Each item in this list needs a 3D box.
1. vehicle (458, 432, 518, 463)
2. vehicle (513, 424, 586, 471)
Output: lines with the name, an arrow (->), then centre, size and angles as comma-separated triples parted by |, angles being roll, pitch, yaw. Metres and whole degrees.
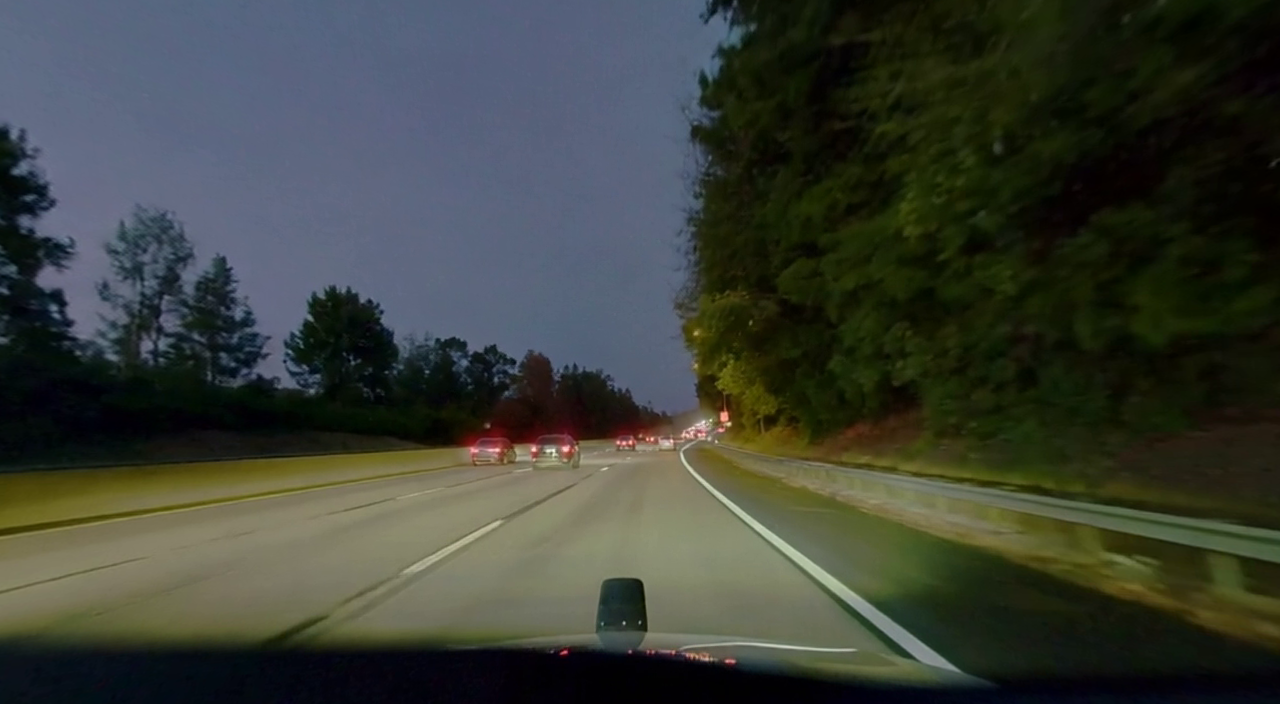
vehicle -> -7.596, 4.813, 31.963 | 1.883, 1.411, 4.053 | 0, -8, 3
vehicle -> -3.495, 3.811, 25.344 | 2.071, 1.716, 4.363 | 0, -8, 3
